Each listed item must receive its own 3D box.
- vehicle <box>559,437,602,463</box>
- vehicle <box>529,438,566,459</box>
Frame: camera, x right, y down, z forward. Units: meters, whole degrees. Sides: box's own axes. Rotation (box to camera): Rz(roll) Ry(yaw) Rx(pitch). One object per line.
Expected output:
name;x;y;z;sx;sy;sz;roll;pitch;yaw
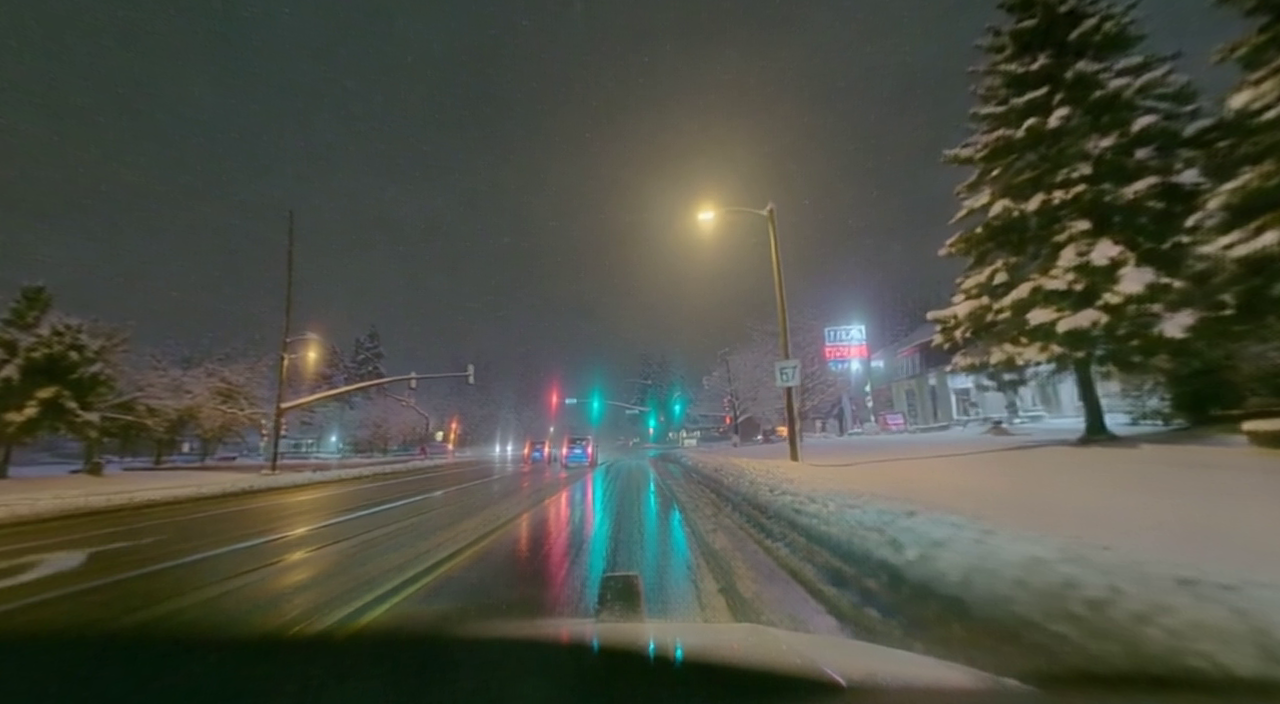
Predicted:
vehicle;-3.501;5.877;38.100;2.054;1.449;4.772;0;-8;0
vehicle;-6.737;7.074;46.429;1.966;1.439;4.161;0;-8;2
